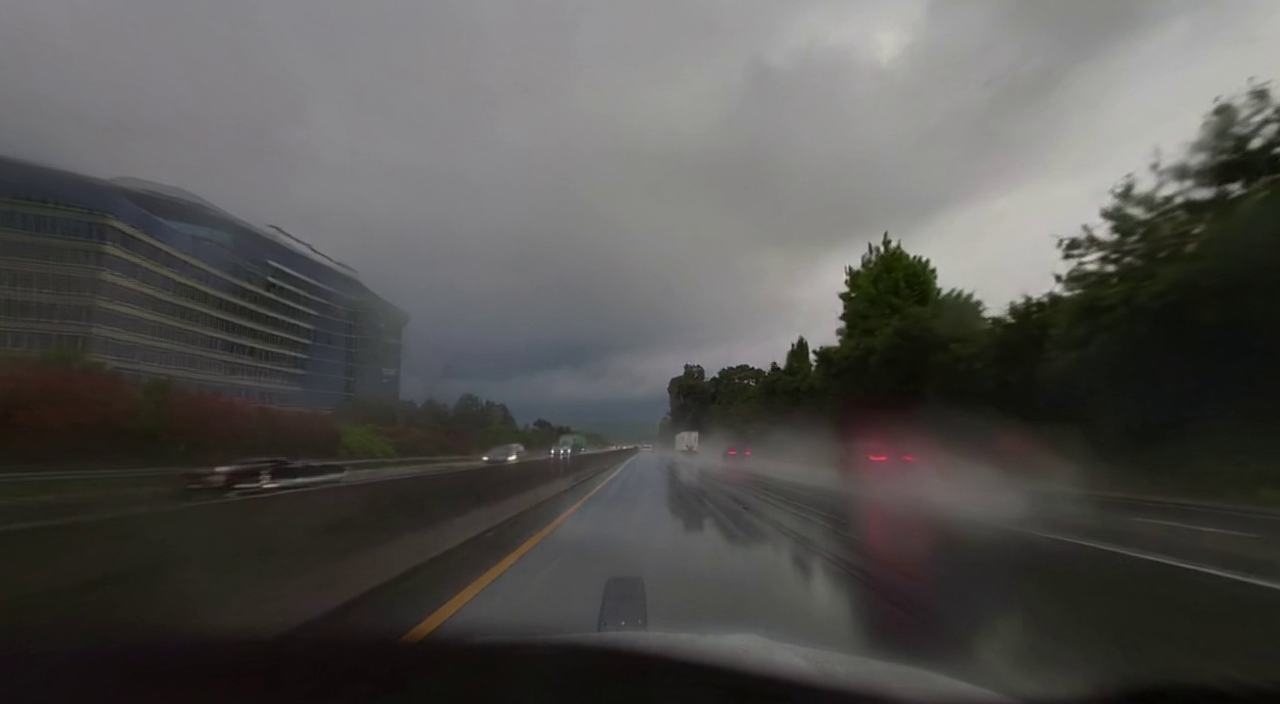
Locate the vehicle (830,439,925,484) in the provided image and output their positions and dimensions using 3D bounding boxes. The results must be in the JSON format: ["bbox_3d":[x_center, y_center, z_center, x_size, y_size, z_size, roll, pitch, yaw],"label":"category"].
[{"bbox_3d":[10.171,4.727,27.485,2.129,1.735,4.880,0,-9,-1],"label":"vehicle"}]
